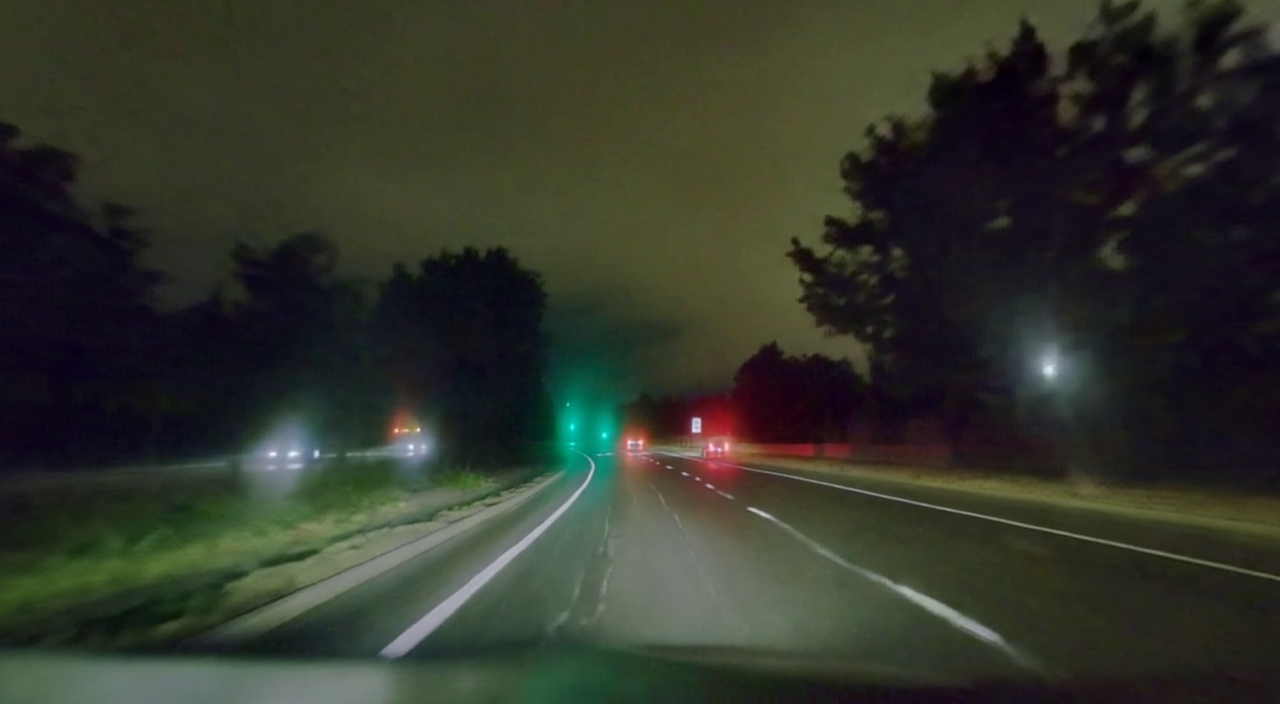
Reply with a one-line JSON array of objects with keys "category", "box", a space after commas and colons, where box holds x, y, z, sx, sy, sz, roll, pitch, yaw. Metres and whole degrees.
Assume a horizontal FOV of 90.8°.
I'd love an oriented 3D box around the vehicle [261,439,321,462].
[{"category": "vehicle", "box": [-23.678, 6.718, 43.076, 1.826, 1.473, 4.374, 0, -8, -4]}]
